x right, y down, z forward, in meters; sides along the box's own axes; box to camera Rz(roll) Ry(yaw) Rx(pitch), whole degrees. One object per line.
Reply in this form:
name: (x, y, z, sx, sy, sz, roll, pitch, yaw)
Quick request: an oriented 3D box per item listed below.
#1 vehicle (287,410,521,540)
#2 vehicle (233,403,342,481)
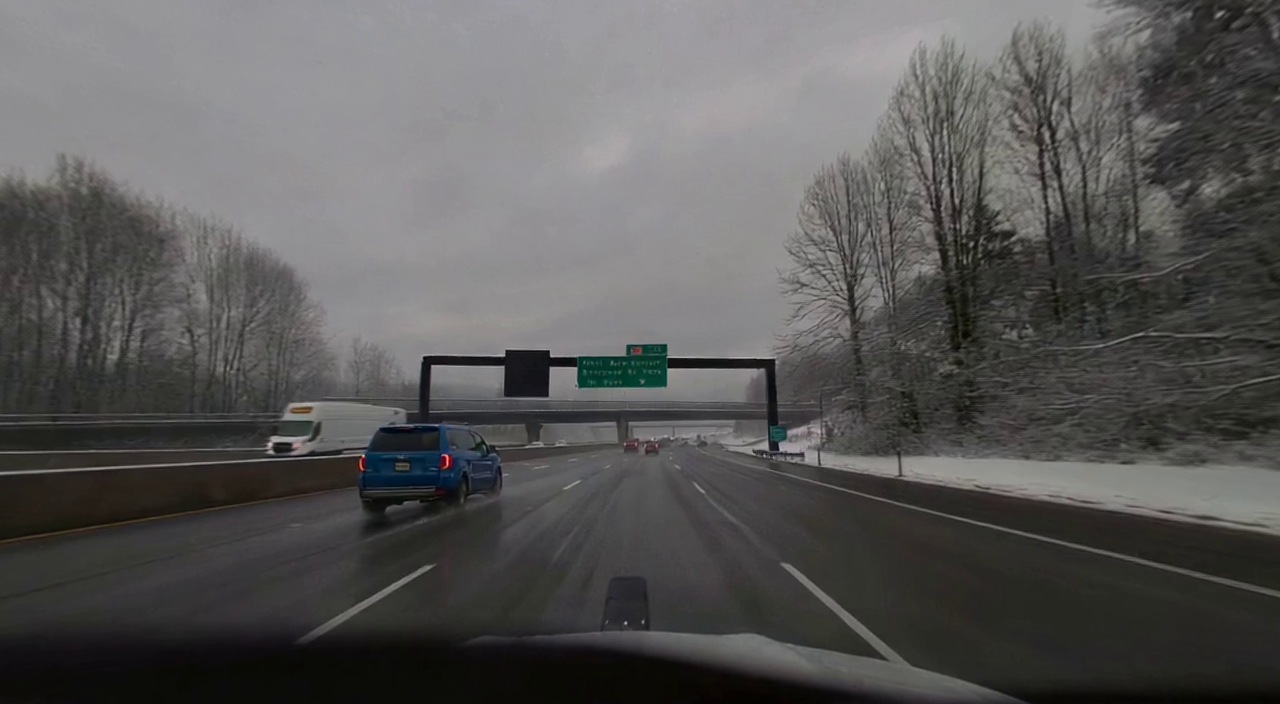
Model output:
vehicle: (-3.575, 1.966, 10.672, 2.177, 1.707, 4.432, 0, -8, 1)
vehicle: (-19.602, 5.046, 35.336, 2.975, 4.053, 4.879, 0, -8, 2)
